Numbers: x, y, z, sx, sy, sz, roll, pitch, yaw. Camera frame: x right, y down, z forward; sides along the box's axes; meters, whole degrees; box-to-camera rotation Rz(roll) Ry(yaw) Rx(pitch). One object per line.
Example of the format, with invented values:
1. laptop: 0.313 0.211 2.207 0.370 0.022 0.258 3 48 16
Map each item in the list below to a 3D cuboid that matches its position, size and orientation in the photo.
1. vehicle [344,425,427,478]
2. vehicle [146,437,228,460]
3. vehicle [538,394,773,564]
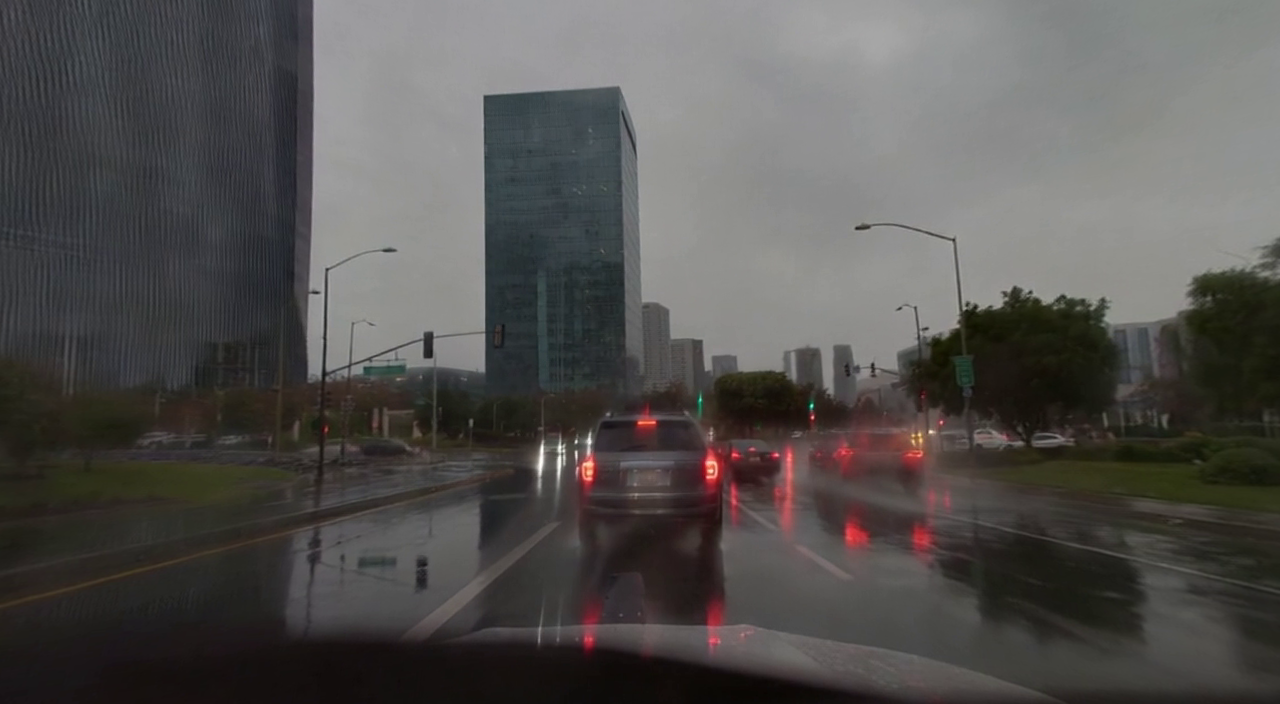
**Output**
1. vehicle: -12.328 4.890 31.057 2.717 2.310 6.448 2 -9 -13
2. vehicle: -34.441 7.336 47.933 4.622 1.742 1.965 0 -9 -1
3. vehicle: 0.171 1.763 9.362 2.601 1.878 4.535 0 -9 0
